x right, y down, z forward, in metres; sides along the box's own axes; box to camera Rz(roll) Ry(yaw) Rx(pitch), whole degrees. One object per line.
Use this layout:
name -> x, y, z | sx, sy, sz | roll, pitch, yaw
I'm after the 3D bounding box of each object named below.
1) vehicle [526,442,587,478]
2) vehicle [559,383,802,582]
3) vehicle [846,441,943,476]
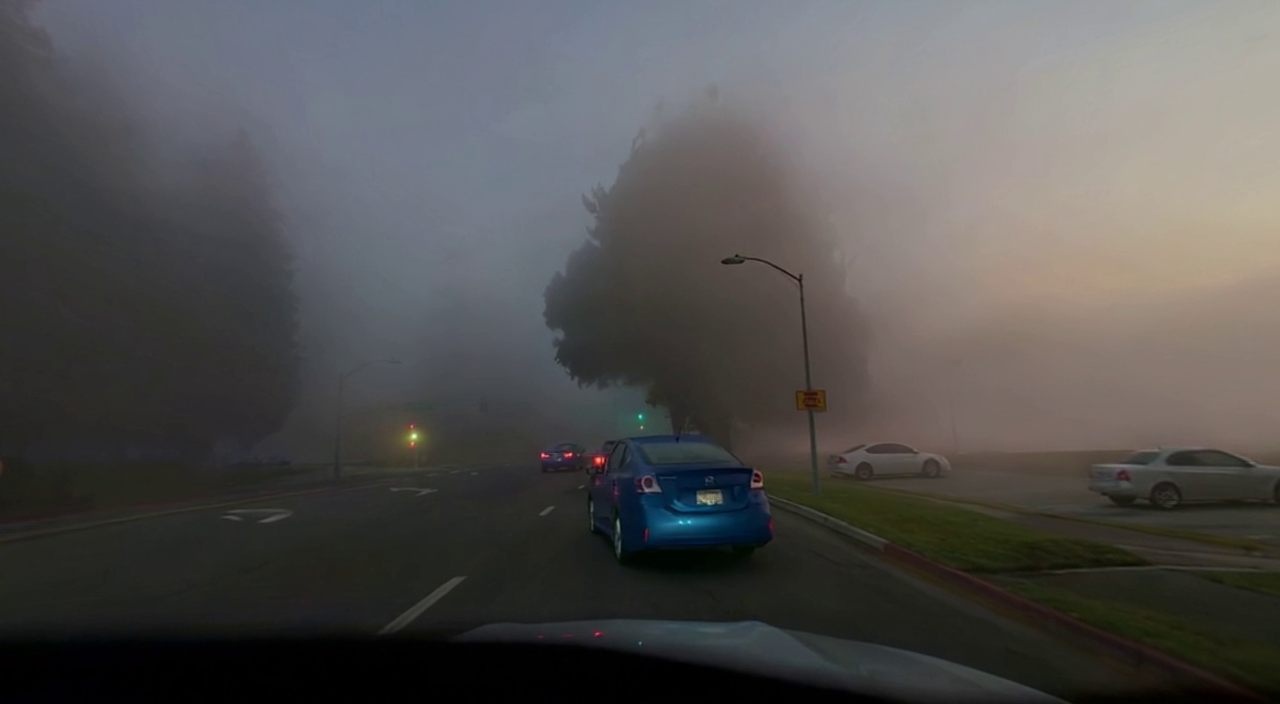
vehicle -> -3.607, 4.761, 27.967 | 2.026, 1.466, 4.282 | 0, -8, 2
vehicle -> 0.168, 1.649, 8.740 | 2.052, 1.955, 4.642 | 2, -9, -13
vehicle -> 12.104, 5.068, 29.997 | 3.811, 1.557, 1.800 | 1, -9, -10
